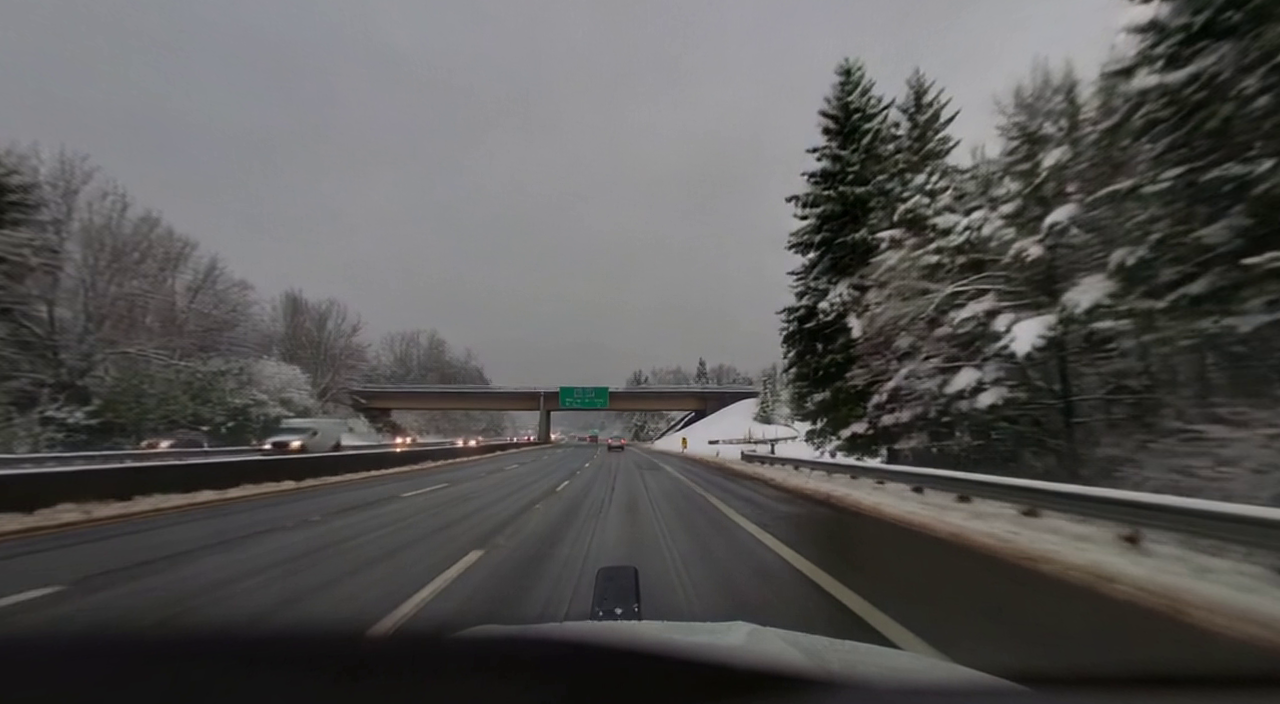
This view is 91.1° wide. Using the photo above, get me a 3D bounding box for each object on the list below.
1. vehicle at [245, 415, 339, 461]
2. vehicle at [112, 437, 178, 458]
[{"bbox_3d":[-22.176,5.556,40.533,2.212,2.671,6.968,0,-8,-2],"label":"vehicle"},{"bbox_3d":[-34.178,6.561,43.488,1.654,1.396,3.641,0,-8,-1],"label":"vehicle"}]
